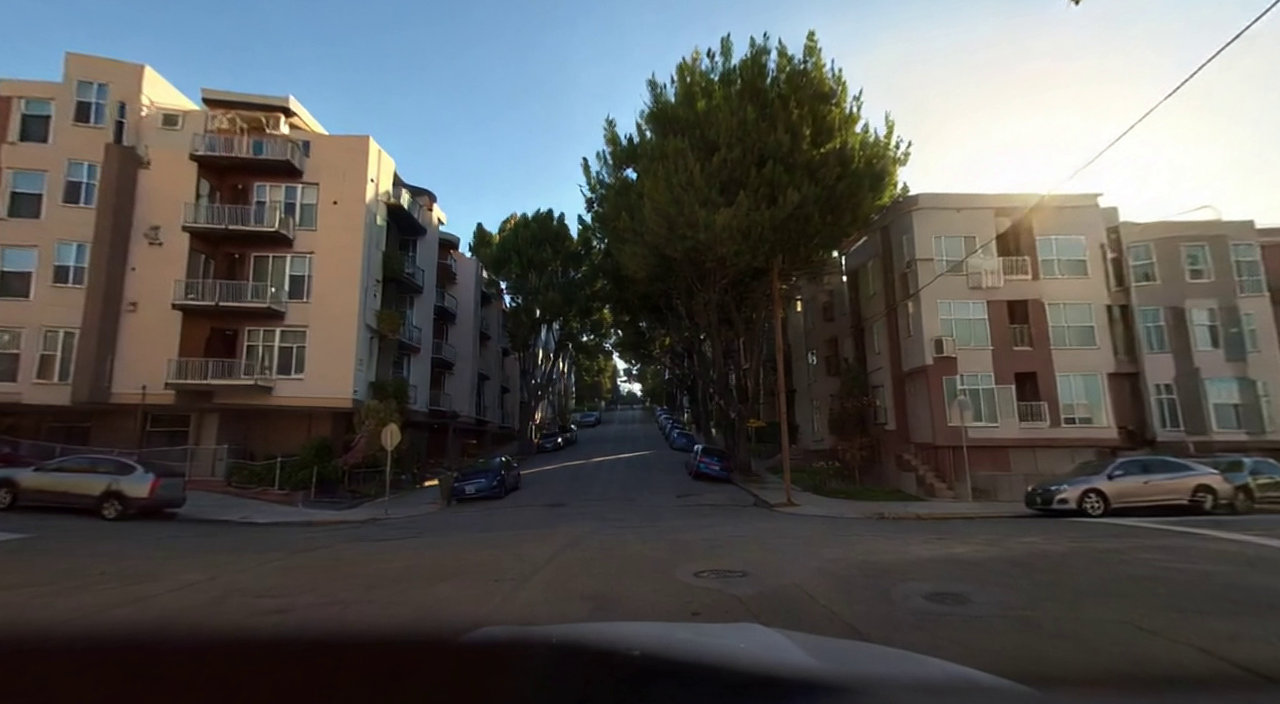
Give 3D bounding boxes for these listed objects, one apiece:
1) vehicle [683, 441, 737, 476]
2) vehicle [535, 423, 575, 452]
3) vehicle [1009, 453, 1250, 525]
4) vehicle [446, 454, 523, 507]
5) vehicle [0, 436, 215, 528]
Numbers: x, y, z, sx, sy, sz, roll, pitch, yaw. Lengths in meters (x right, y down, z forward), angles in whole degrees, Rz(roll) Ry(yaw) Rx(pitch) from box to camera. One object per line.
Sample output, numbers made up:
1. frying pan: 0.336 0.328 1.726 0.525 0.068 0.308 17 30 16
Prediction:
1. vehicle: 3.430 5.308 31.949 2.051 1.526 4.673 0 -7 -2
2. vehicle: -6.153 6.203 45.993 2.101 1.732 4.119 -3 -4 3
3. vehicle: 12.520 3.489 16.408 4.596 1.690 1.972 0 -8 -1
4. vehicle: -5.851 4.843 24.264 1.987 1.662 4.141 -2 -7 -1
5. vehicle: -13.941 3.383 16.402 4.243 1.676 1.844 7 -13 1
